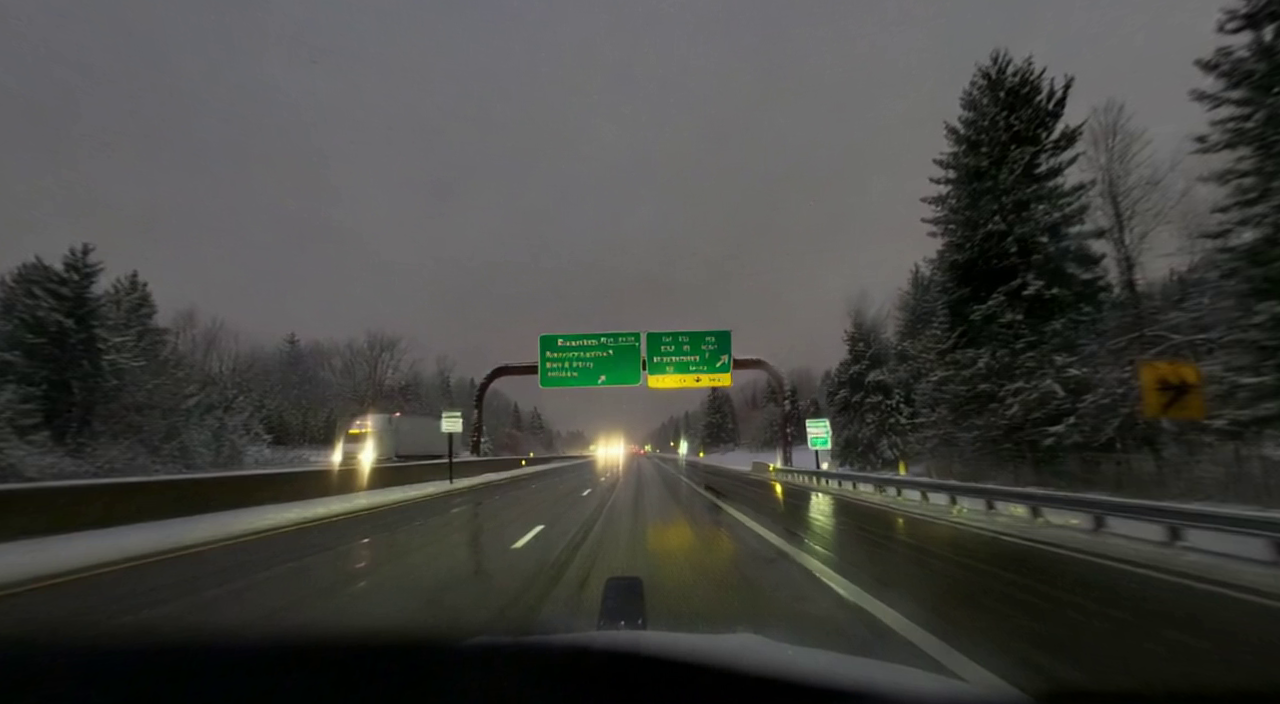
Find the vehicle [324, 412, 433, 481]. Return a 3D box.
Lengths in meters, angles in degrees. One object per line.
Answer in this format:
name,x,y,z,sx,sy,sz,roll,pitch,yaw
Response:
vehicle,-17.045,6.345,42.141,3.044,3.972,10.003,0,-9,0

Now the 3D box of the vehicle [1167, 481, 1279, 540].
vehicle,44.057,11.179,44.492,2.925,3.530,10.591,0,-9,-11
